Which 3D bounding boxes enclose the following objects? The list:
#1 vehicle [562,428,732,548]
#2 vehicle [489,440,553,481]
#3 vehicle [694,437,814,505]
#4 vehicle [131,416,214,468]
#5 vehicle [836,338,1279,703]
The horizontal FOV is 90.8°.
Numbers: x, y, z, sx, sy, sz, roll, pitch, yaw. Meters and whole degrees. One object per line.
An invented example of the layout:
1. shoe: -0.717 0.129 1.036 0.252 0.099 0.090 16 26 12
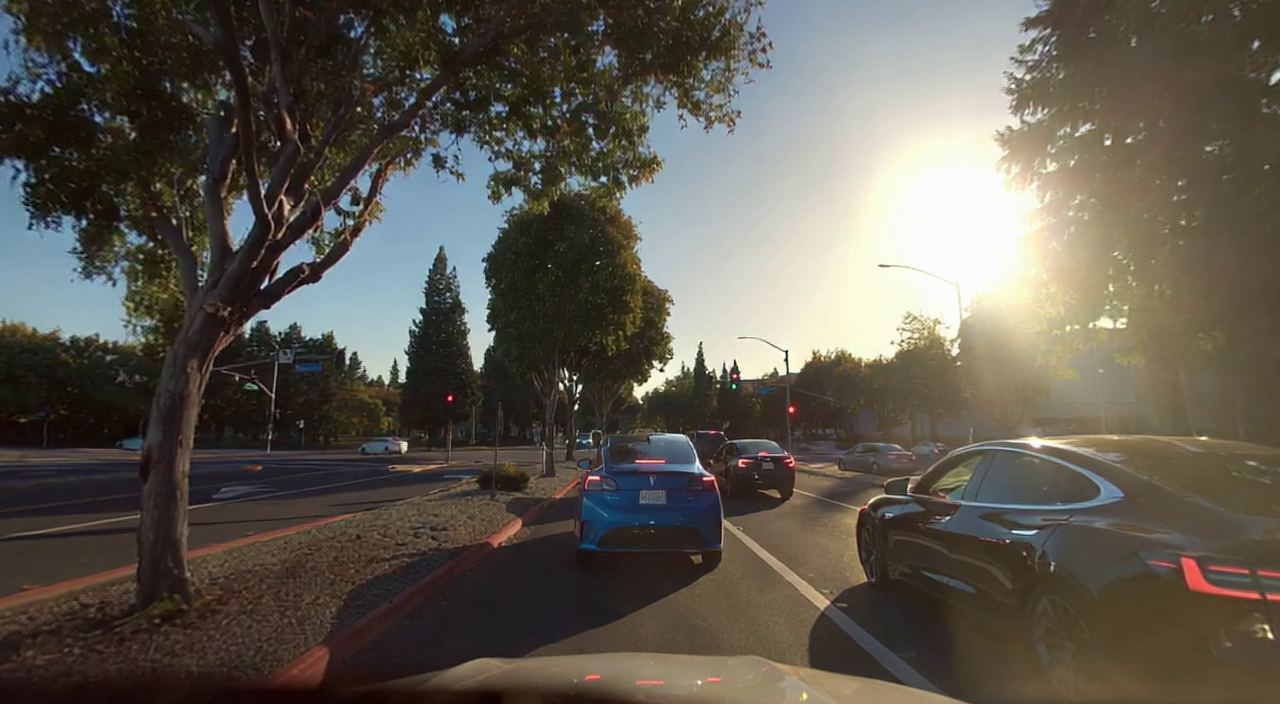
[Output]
1. vehicle: 0.027 2.038 10.174 2.147 1.499 4.240 0 -8 -2
2. vehicle: -4.644 4.283 25.256 1.972 1.457 4.171 0 -8 -4
3. vehicle: 2.687 2.924 16.027 2.058 1.466 4.208 0 -8 -3
4. vehicle: -29.265 5.647 39.696 2.608 2.990 3.026 2 -8 1
5. vehicle: 3.177 1.106 4.298 2.167 1.676 4.443 0 -8 -1
